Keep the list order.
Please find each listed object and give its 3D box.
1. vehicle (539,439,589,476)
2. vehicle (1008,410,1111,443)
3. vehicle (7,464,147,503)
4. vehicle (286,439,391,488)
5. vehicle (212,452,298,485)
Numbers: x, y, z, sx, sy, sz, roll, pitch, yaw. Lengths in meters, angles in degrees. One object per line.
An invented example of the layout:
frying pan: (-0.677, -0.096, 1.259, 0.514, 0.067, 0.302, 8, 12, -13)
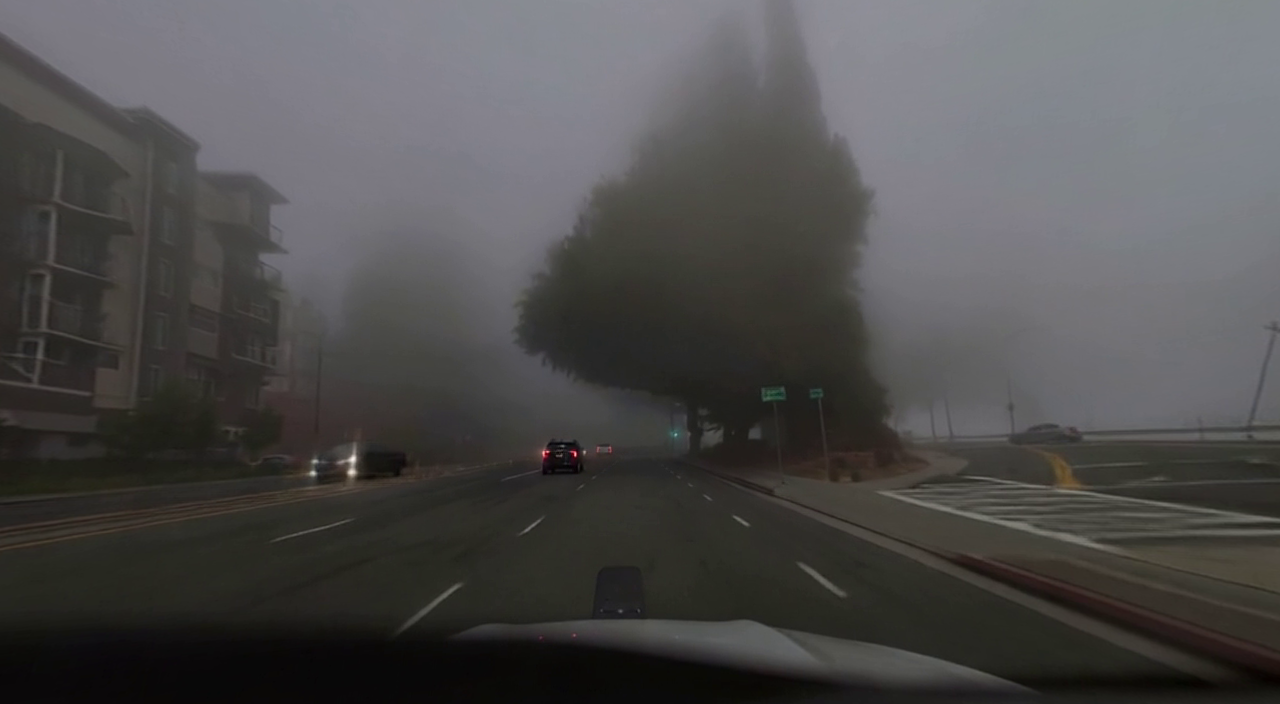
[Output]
vehicle: (-3.803, 5.359, 32.253, 1.959, 1.741, 4.141, -1, -8, 1)
vehicle: (25.098, 4.566, 38.148, 2.195, 1.814, 5.872, -1, -8, 0)
vehicle: (-26.304, 6.116, 29.685, 1.812, 1.507, 4.428, -5, -10, 30)
vehicle: (-12.226, 4.527, 26.050, 2.071, 1.817, 4.634, 0, -8, -1)
vehicle: (-23.163, 7.008, 38.265, 2.059, 1.783, 4.824, -1, -8, 1)
